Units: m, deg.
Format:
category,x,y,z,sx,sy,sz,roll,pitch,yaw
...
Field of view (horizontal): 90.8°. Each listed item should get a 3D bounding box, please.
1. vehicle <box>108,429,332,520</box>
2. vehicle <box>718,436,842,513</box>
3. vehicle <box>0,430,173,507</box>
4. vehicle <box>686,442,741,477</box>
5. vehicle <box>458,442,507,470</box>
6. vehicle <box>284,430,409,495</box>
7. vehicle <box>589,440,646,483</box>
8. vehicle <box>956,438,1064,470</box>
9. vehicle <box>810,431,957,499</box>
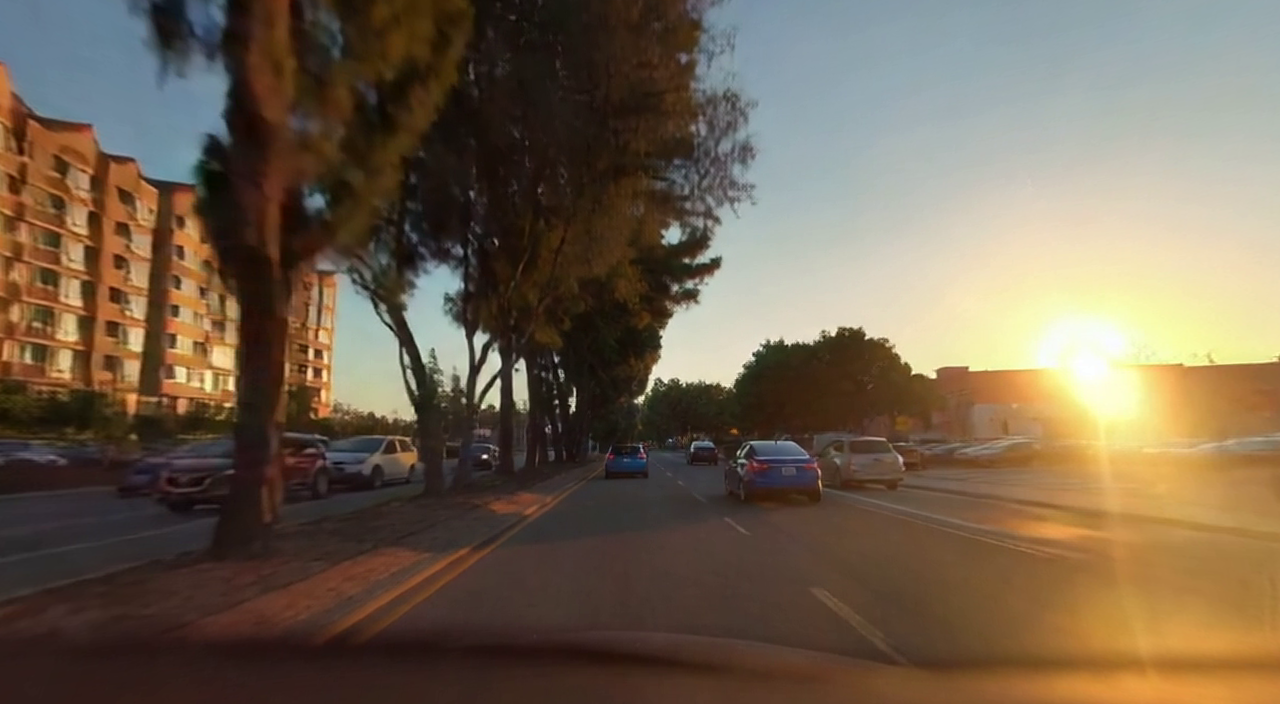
category,x,y,z,sx,sy,sz,roll,pitch,yaw
vehicle,-9.006,2.629,14.169,2.019,1.668,4.433,-1,-8,-1
vehicle,2.995,2.719,14.424,1.852,1.498,3.825,0,-9,-2
vehicle,-16.256,3.279,18.208,1.978,1.905,4.702,0,-9,-1
vehicle,3.286,4.891,28.975,1.908,1.453,4.230,0,-9,-2
vehicle,-9.510,6.315,38.471,1.953,1.612,4.204,0,-9,-1
vehicle,-9.077,3.454,20.018,1.927,1.788,4.541,1,-9,-3
vehicle,-0.799,4.120,23.921,1.994,1.479,3.647,0,-9,0
vehicle,20.528,5.690,35.201,4.697,1.691,2.106,0,-9,-1
vehicle,7.143,3.407,19.360,2.224,1.772,5.325,0,-9,-2
